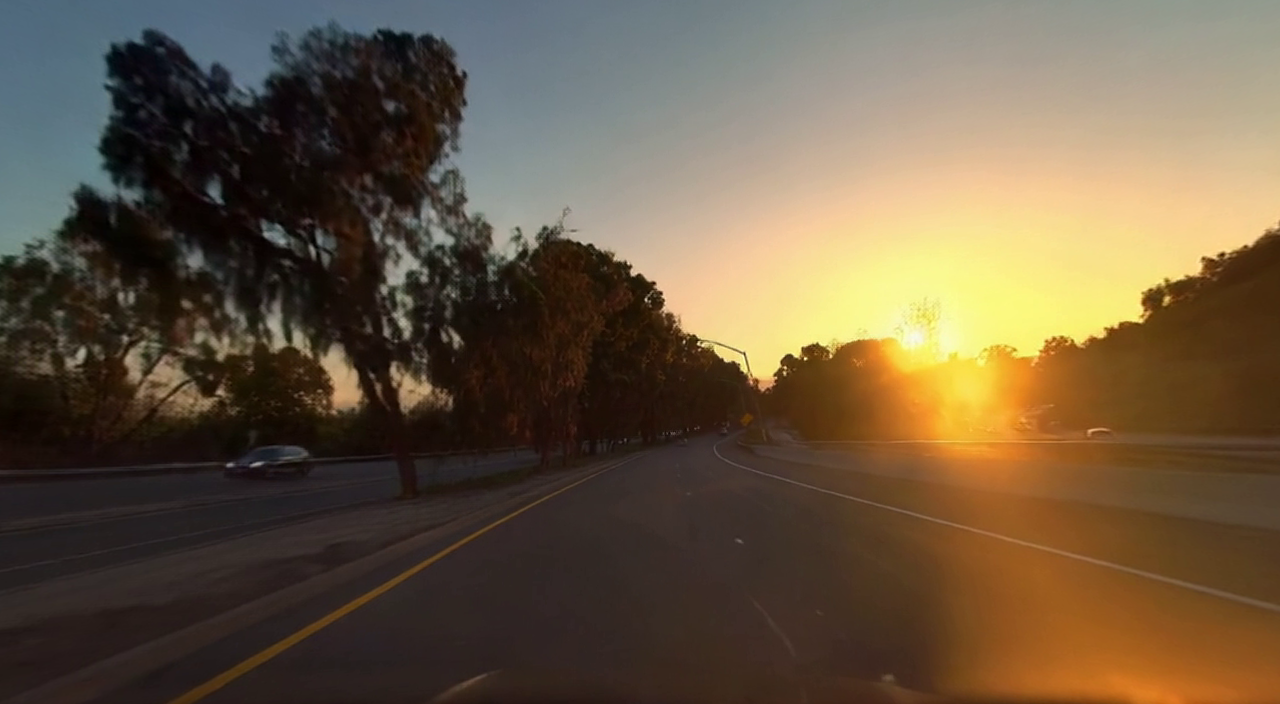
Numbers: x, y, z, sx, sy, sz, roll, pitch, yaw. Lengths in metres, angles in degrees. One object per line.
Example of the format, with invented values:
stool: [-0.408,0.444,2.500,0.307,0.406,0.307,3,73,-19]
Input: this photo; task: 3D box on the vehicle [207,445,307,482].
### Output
vehicle: [-21.318,6.183,35.358,2.282,1.884,4.847,-1,-9,4]
